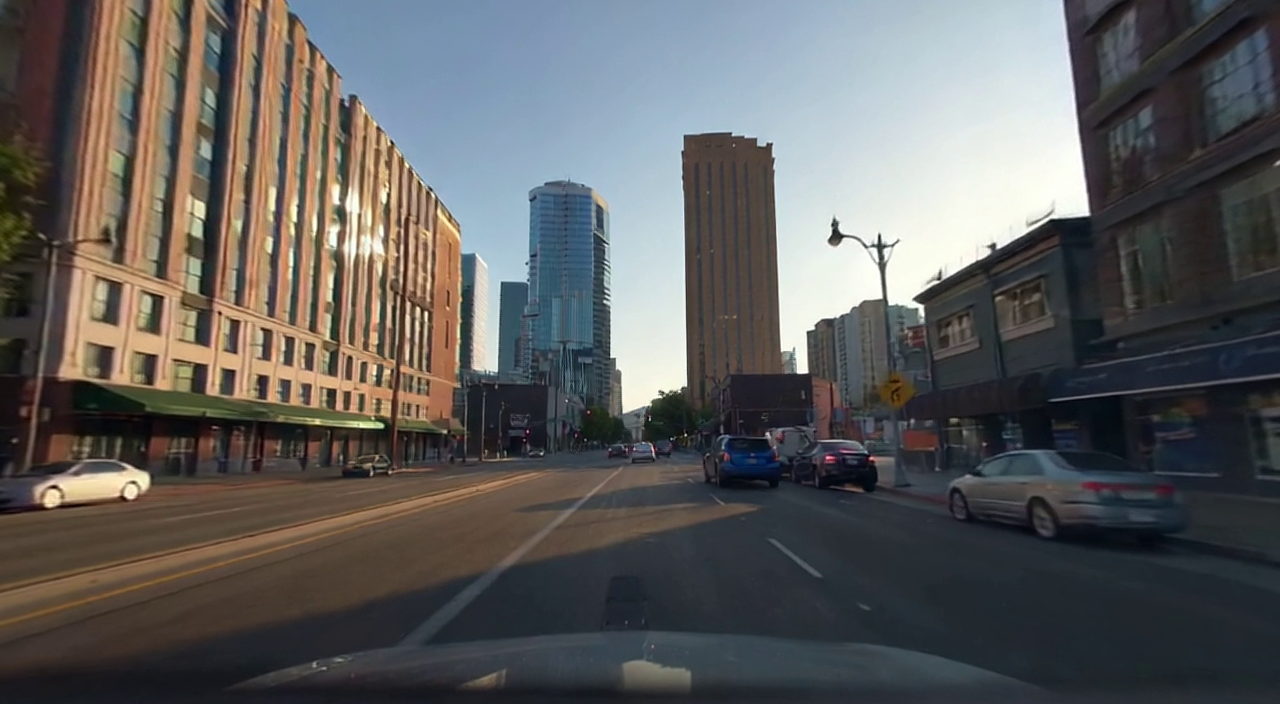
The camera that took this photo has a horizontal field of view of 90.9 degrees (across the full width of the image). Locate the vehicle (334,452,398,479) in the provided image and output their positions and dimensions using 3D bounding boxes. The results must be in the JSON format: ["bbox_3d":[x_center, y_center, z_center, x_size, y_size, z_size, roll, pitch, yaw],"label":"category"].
[{"bbox_3d":[-17.343,7.185,40.160,1.924,1.558,4.620,-1,-9,1],"label":"vehicle"}]

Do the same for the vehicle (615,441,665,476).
[{"bbox_3d":[0.026,5.126,30.572,2.245,1.587,4.094,0,-9,0],"label":"vehicle"}]

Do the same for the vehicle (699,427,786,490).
[{"bbox_3d":[3.385,3.661,21.887,2.159,1.938,4.836,0,-9,-1],"label":"vehicle"}]

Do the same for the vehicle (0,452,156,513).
[{"bbox_3d":[-17.460,3.816,18.943,1.946,1.471,4.912,-1,-8,0],"label":"vehicle"}]

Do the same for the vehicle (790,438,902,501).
[{"bbox_3d":[6.862,3.955,21.701,2.176,1.901,4.887,0,-9,0],"label":"vehicle"}]

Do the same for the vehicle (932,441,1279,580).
[{"bbox_3d":[6.644,2.230,9.795,2.107,1.589,4.477,1,-9,1],"label":"vehicle"}]
